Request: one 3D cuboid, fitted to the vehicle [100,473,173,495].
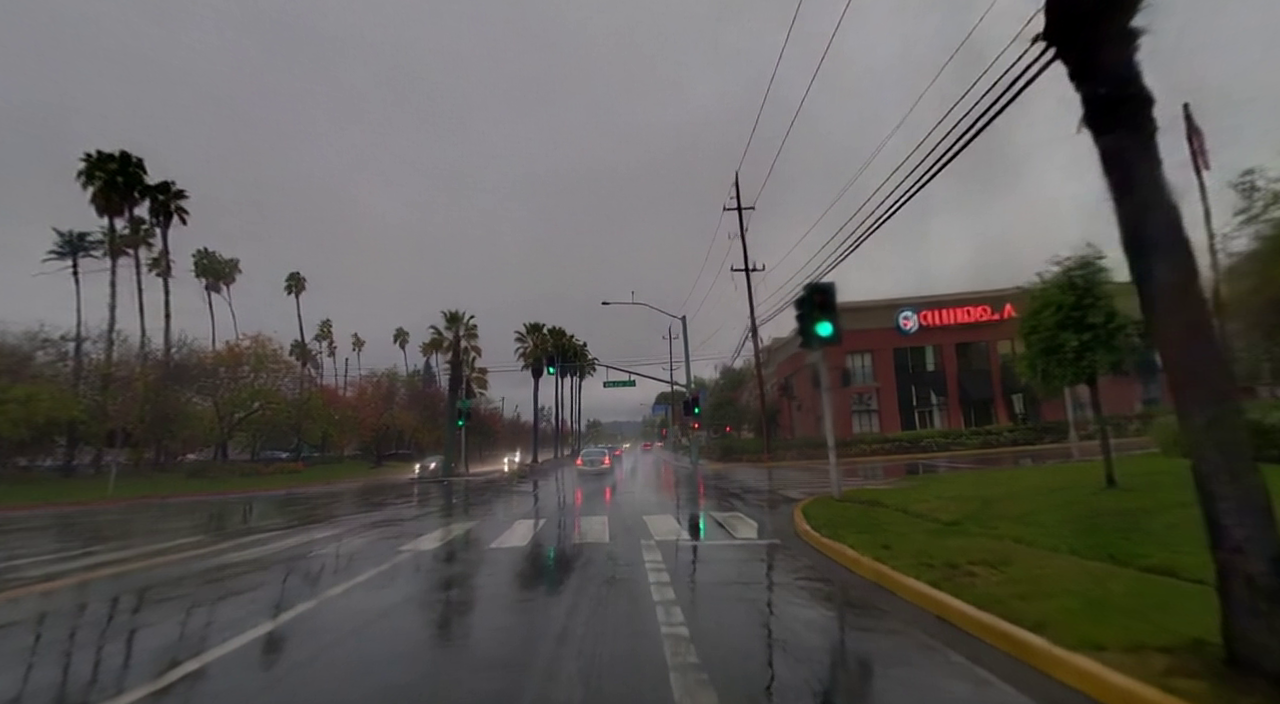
[{"bbox_3d":[-39.742,10.432,49.953,4.018,1.556,1.895,0,-8,-3],"label":"vehicle"}]

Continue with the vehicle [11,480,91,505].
[{"bbox_3d":[-39.040,9.338,41.920,3.685,1.183,1.680,-5,-9,-1],"label":"vehicle"}]

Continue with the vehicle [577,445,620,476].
[{"bbox_3d":[-2.082,5.562,32.656,2.063,1.474,4.334,0,-8,-2],"label":"vehicle"}]

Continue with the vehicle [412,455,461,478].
[{"bbox_3d":[-14.571,8.230,45.533,1.997,1.480,4.715,0,-8,-1],"label":"vehicle"}]
